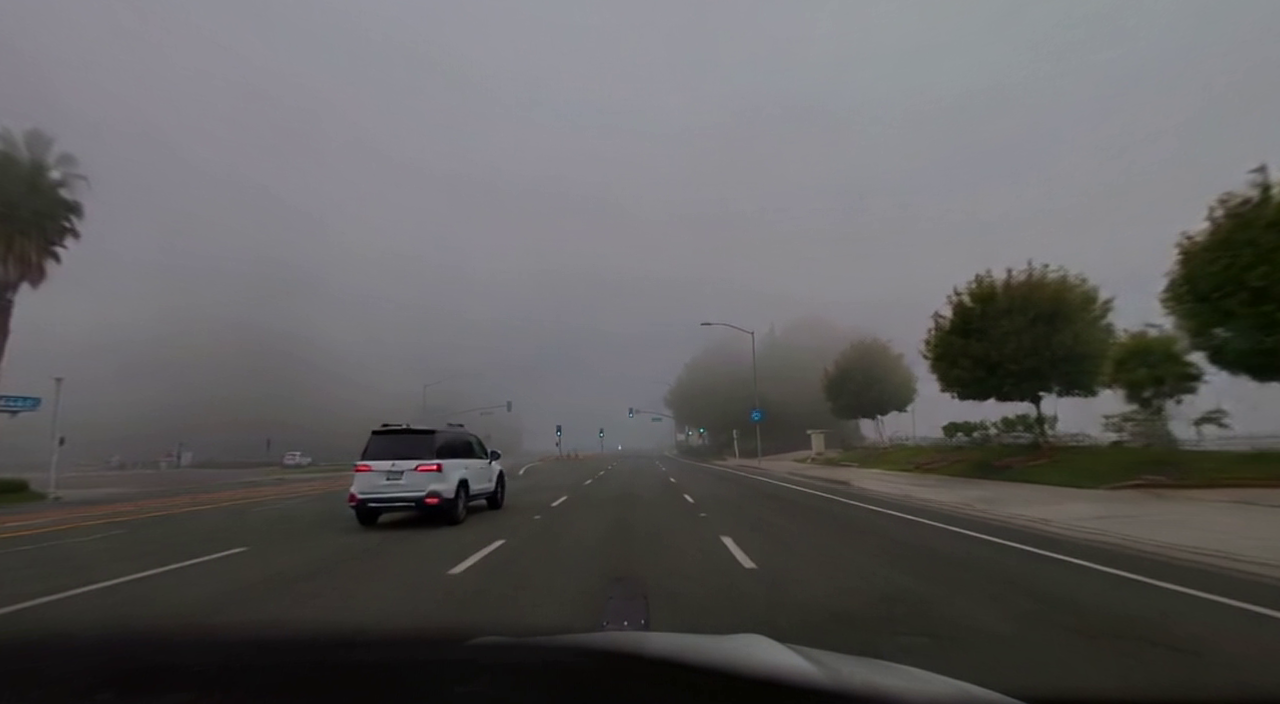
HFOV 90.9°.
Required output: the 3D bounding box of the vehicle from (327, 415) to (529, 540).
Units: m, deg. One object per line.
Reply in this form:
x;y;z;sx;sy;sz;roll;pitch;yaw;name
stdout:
-3.412;2.126;11.269;2.011;1.756;4.478;-1;-9;1;vehicle
